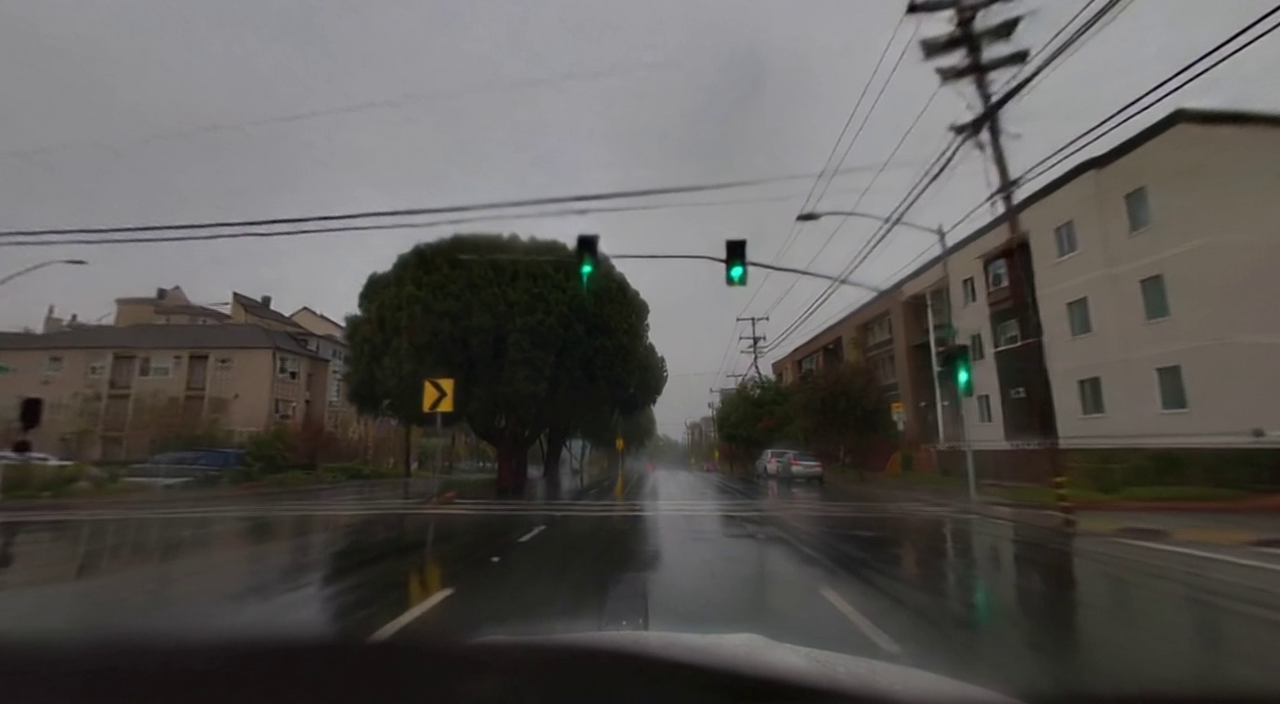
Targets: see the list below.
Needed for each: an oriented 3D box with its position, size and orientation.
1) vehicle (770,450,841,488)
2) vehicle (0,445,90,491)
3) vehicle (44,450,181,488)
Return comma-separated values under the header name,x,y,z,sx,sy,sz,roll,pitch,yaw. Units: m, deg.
name,x,y,z,sx,sy,sz,roll,pitch,yaw
vehicle,7.317,5.196,28.386,1.875,1.481,4.434,0,-8,-1
vehicle,-28.640,5.400,29.464,1.974,1.961,4.570,-1,-9,-5
vehicle,-28.845,6.397,34.625,5.409,1.929,2.410,-1,-8,2
